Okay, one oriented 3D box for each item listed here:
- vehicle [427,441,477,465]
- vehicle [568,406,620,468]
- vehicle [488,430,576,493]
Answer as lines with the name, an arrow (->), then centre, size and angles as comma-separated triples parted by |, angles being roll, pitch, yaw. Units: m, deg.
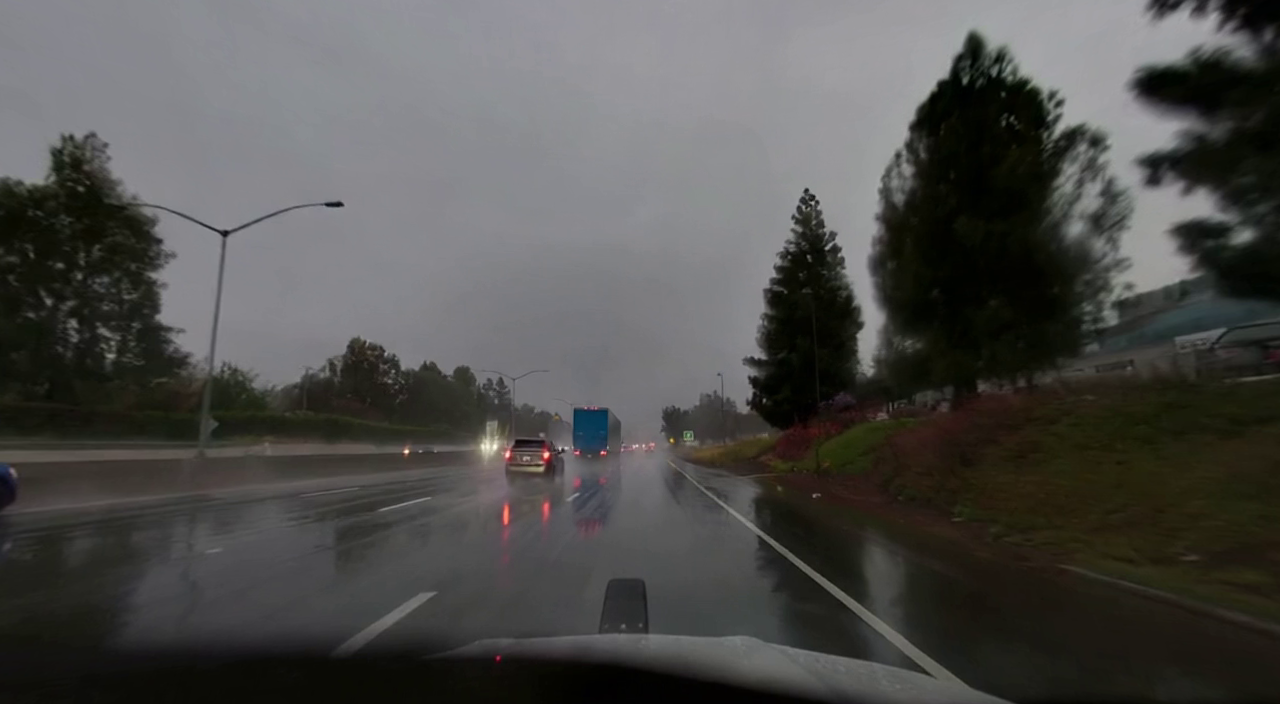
vehicle -> -13.625, 7.336, 45.989 | 2.017, 1.685, 4.732 | 0, -8, 1
vehicle -> -3.288, 6.605, 48.488 | 2.905, 4.037, 12.921 | 0, -8, 1
vehicle -> -3.415, 3.563, 20.843 | 2.058, 1.840, 4.443 | 0, -8, 1
